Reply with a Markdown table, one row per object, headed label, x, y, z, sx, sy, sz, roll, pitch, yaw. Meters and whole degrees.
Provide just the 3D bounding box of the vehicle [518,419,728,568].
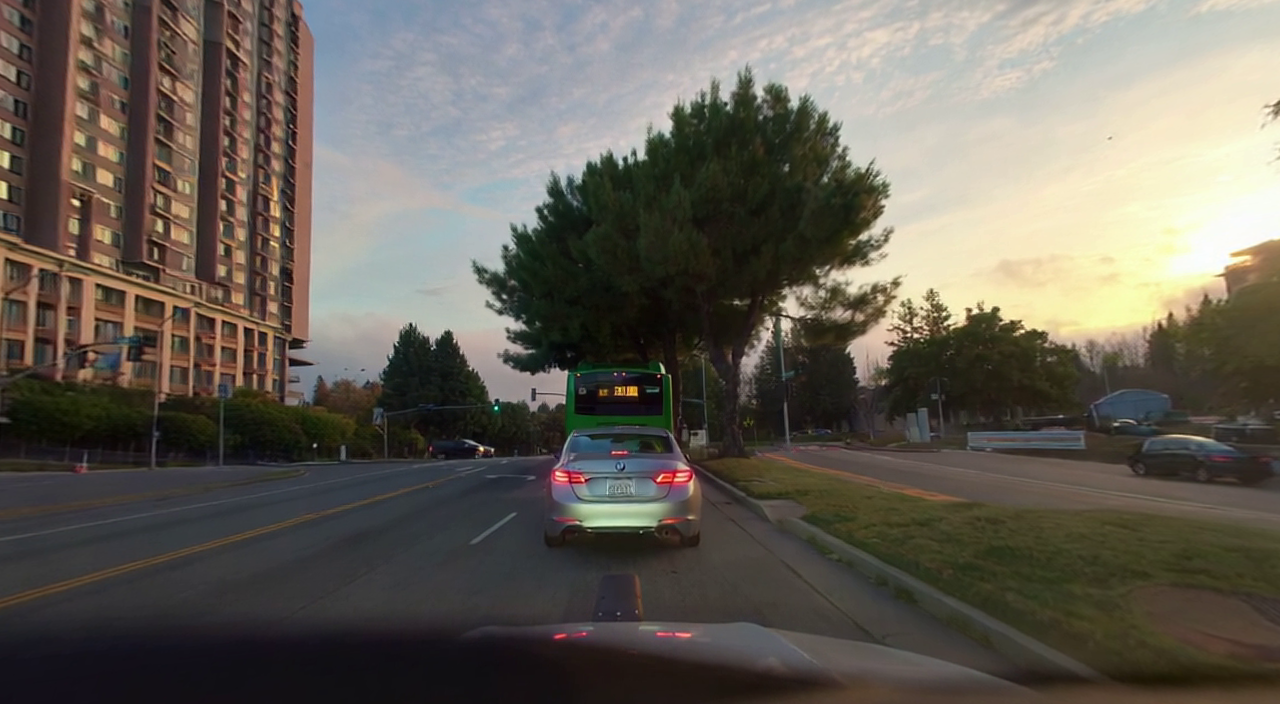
| label | x | y | z | sx | sy | sz | roll | pitch | yaw |
| --- | --- | --- | --- | --- | --- | --- | --- | --- | --- |
| vehicle | -0.215 | 1.654 | 8.204 | 2.064 | 1.452 | 3.942 | 0 | -8 | -2 |
